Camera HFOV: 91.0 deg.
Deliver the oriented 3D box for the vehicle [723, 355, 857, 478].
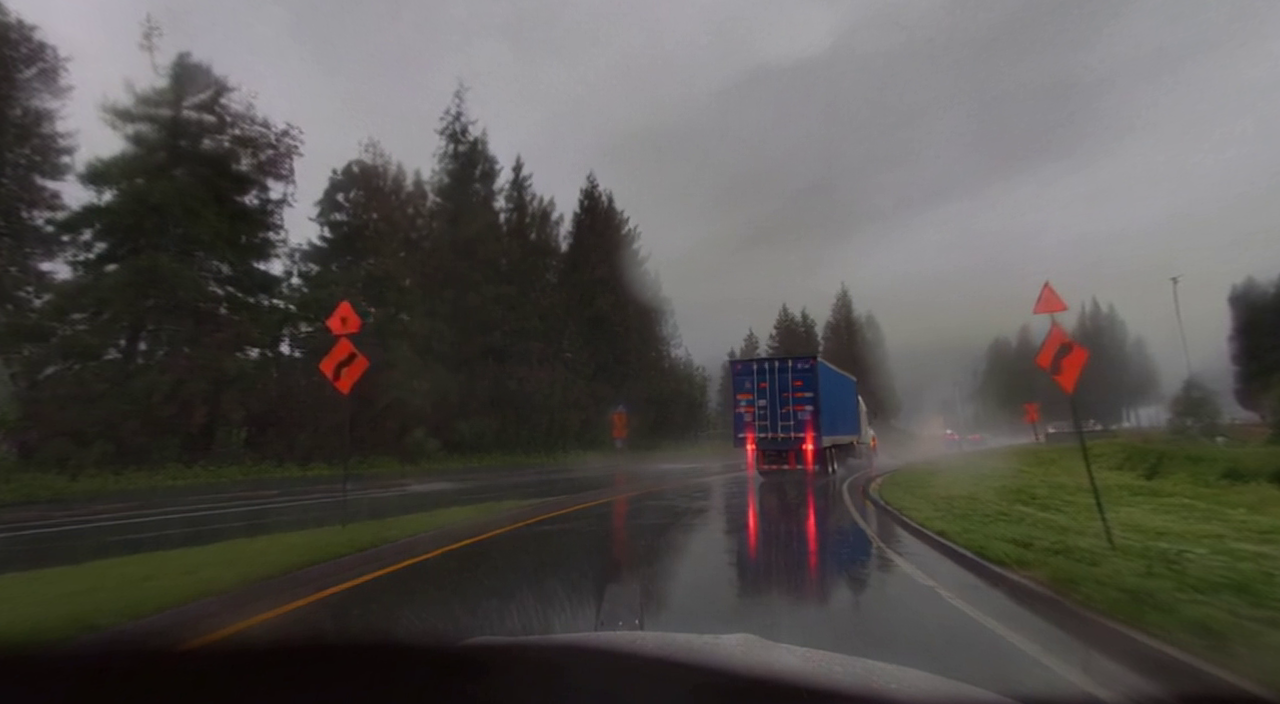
[{"bbox_3d":[5.963,2.536,23.539,2.937,3.647,9.344,-4,-9,24],"label":"vehicle"}]
